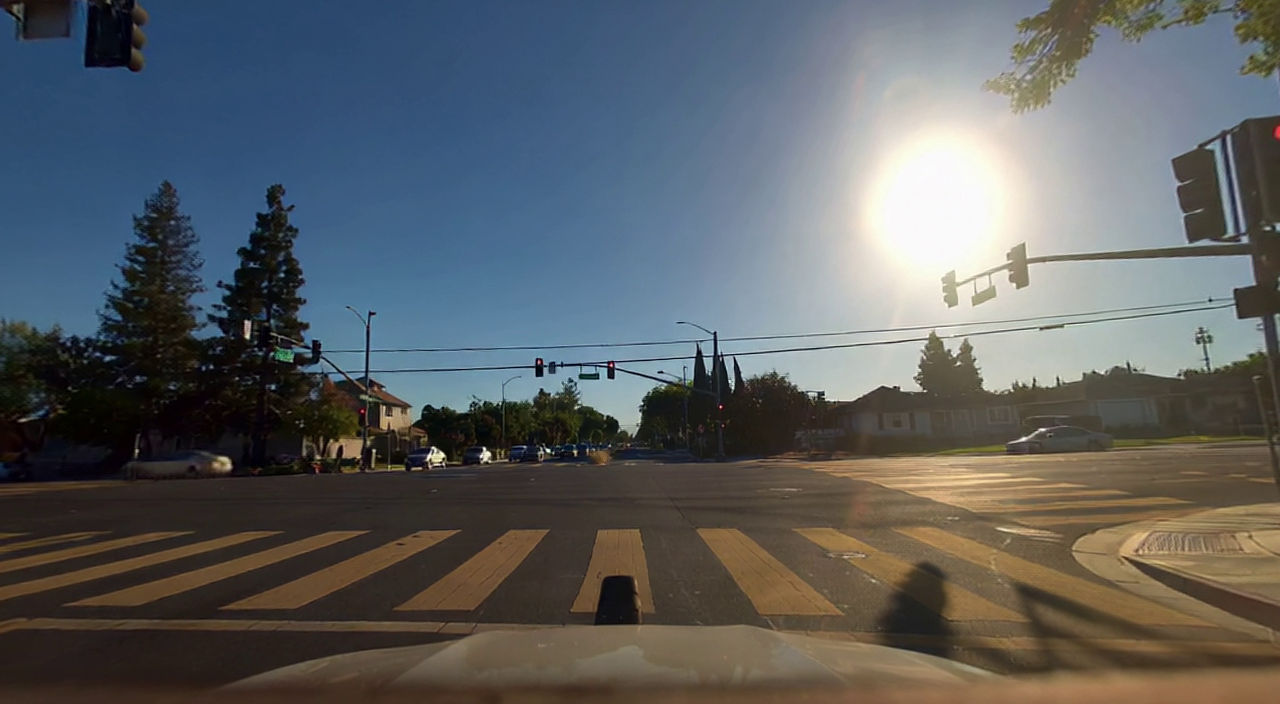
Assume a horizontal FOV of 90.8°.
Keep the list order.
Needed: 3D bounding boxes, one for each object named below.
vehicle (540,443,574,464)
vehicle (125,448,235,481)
[{"bbox_3d":[-6.129,7.527,47.042,1.936,1.444,4.168,0,-8,0],"label":"vehicle"},{"bbox_3d":[-25.716,6.275,35.399,4.706,1.710,1.932,-1,-8,4],"label":"vehicle"}]
